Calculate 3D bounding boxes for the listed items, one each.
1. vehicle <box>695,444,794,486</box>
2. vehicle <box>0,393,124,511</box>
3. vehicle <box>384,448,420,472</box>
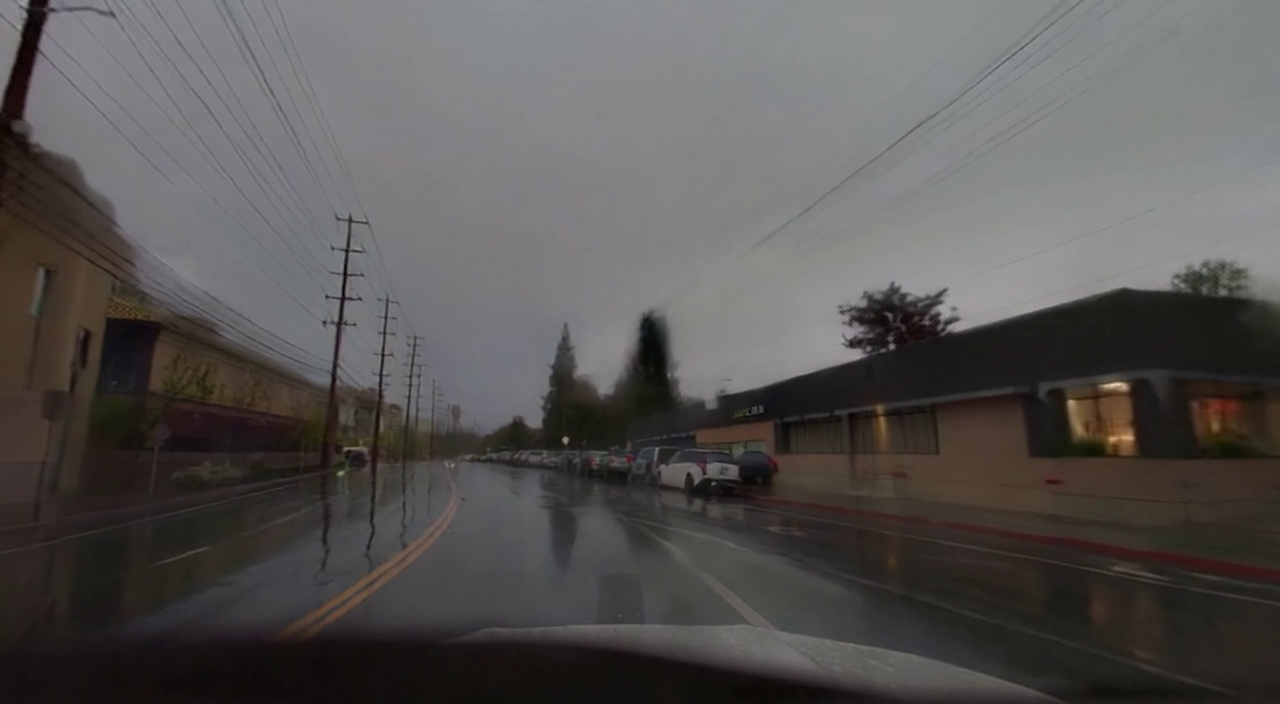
[{"bbox_3d":[4.490,4.683,26.502,2.074,1.526,4.853,-7,-10,36],"label":"vehicle"},{"bbox_3d":[-15.667,2.643,16.869,1.716,2.808,3.001,-2,-7,-16],"label":"vehicle"},{"bbox_3d":[-16.460,7.444,43.553,2.122,1.517,4.465,3,-9,-20],"label":"vehicle"}]
